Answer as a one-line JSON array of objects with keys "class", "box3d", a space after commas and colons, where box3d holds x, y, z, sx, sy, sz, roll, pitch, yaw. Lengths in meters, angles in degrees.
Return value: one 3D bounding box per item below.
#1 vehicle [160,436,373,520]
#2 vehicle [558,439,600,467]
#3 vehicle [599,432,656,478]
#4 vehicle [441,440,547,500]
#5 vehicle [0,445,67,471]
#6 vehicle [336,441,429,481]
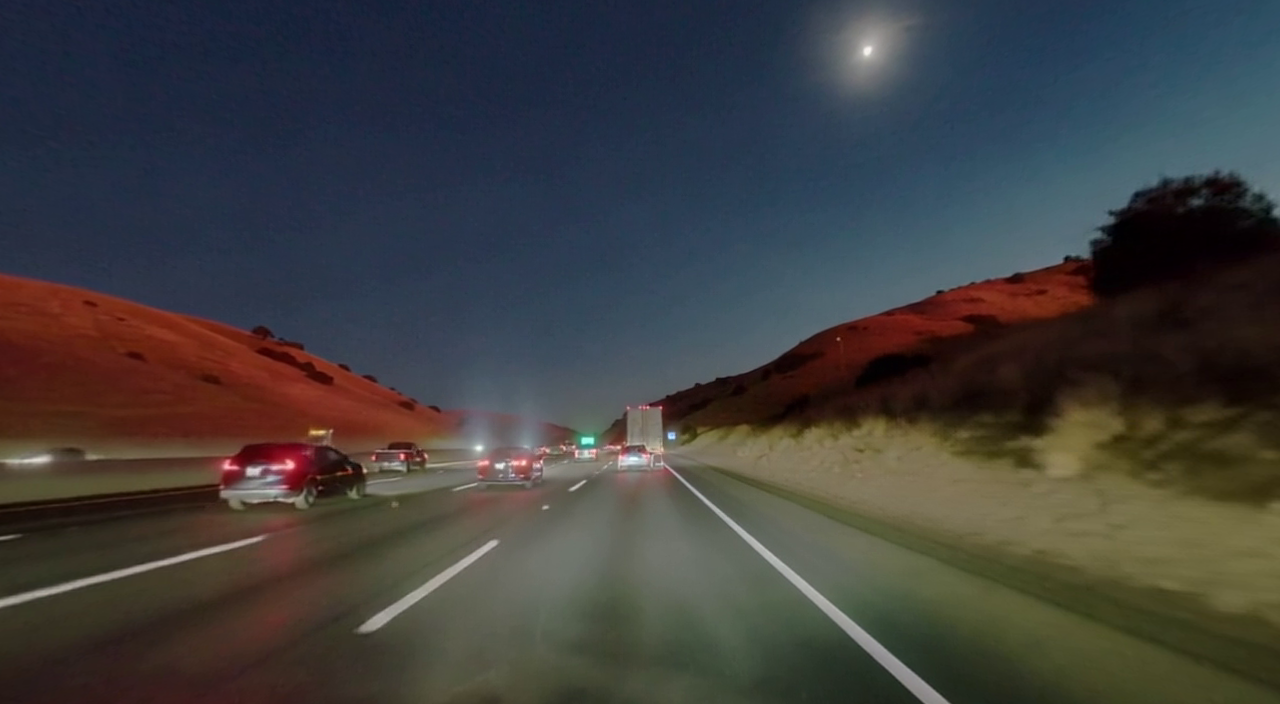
[{"class": "vehicle", "box3d": [-7.821, 2.654, 13.791, 2.029, 1.507, 4.204, 0, -9, 1]}, {"class": "vehicle", "box3d": [-3.758, 6.344, 39.714, 2.155, 1.661, 4.477, 0, -9, 1]}, {"class": "vehicle", "box3d": [-0.502, 4.459, 27.447, 2.281, 1.795, 4.297, 1, -9, 0]}, {"class": "vehicle", "box3d": [-4.011, 3.324, 18.151, 1.943, 1.468, 4.547, 0, -9, 0]}, {"class": "vehicle", "box3d": [-42.577, 7.213, 43.054, 1.897, 1.618, 5.117, 0, -9, 0]}, {"class": "vehicle", "box3d": [-10.709, 4.568, 26.586, 1.950, 1.507, 4.527, 0, -9, 1]}]
